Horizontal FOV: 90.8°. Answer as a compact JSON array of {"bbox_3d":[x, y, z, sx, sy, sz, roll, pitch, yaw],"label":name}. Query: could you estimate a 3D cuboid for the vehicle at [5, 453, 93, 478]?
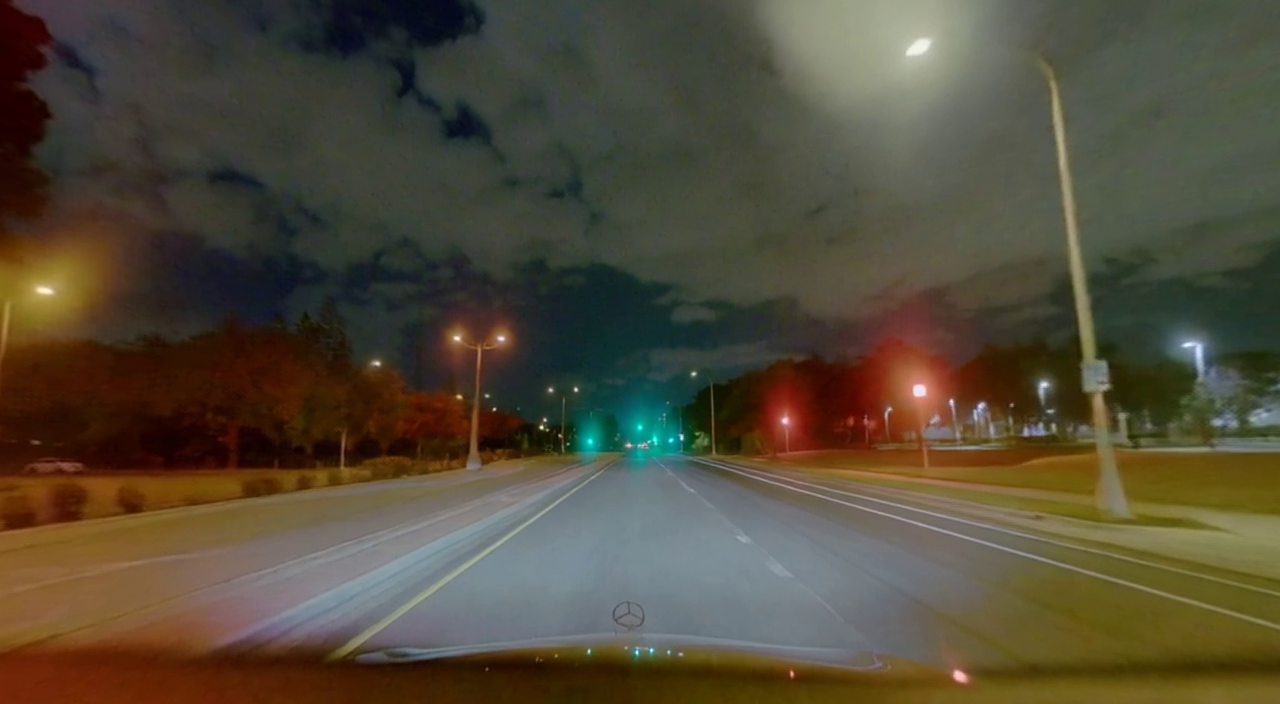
[{"bbox_3d":[-42.777,8.216,45.786,4.185,1.671,1.973,0,-9,-6],"label":"vehicle"}]
